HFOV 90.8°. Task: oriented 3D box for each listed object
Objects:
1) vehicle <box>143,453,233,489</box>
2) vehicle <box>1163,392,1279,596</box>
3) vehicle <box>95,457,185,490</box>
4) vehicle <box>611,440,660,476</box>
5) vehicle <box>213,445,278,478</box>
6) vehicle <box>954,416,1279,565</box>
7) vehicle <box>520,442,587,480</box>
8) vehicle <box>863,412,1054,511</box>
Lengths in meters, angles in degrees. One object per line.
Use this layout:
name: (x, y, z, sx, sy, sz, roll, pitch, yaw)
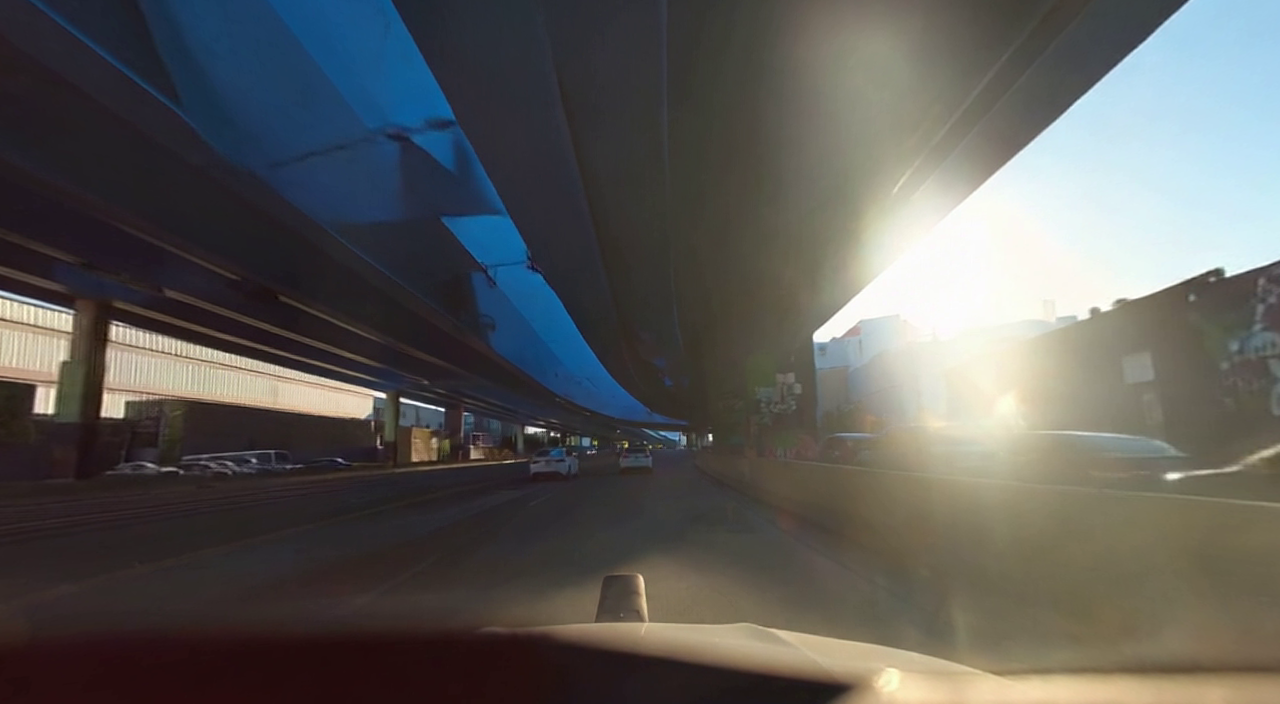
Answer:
vehicle: (-27.002, 7.095, 37.974, 1.971, 1.939, 4.729, 1, -9, -1)
vehicle: (6.437, 1.090, 4.568, 1.940, 1.738, 3.956, 0, -9, 2)
vehicle: (-29.462, 7.147, 37.441, 2.035, 1.764, 4.157, 1, -9, -4)
vehicle: (-0.163, 4.894, 29.435, 2.155, 1.571, 3.734, 0, -9, 1)
vehicle: (-30.384, 8.387, 48.807, 1.933, 2.393, 4.896, 0, -8, -2)
vehicle: (6.646, 1.857, 9.193, 1.871, 1.619, 4.408, 0, -9, 0)
vehicle: (-3.665, 4.714, 27.634, 2.024, 1.533, 4.549, -1, -9, 3)
vehicle: (6.992, 2.467, 14.555, 2.114, 1.911, 4.402, 0, -9, 1)
